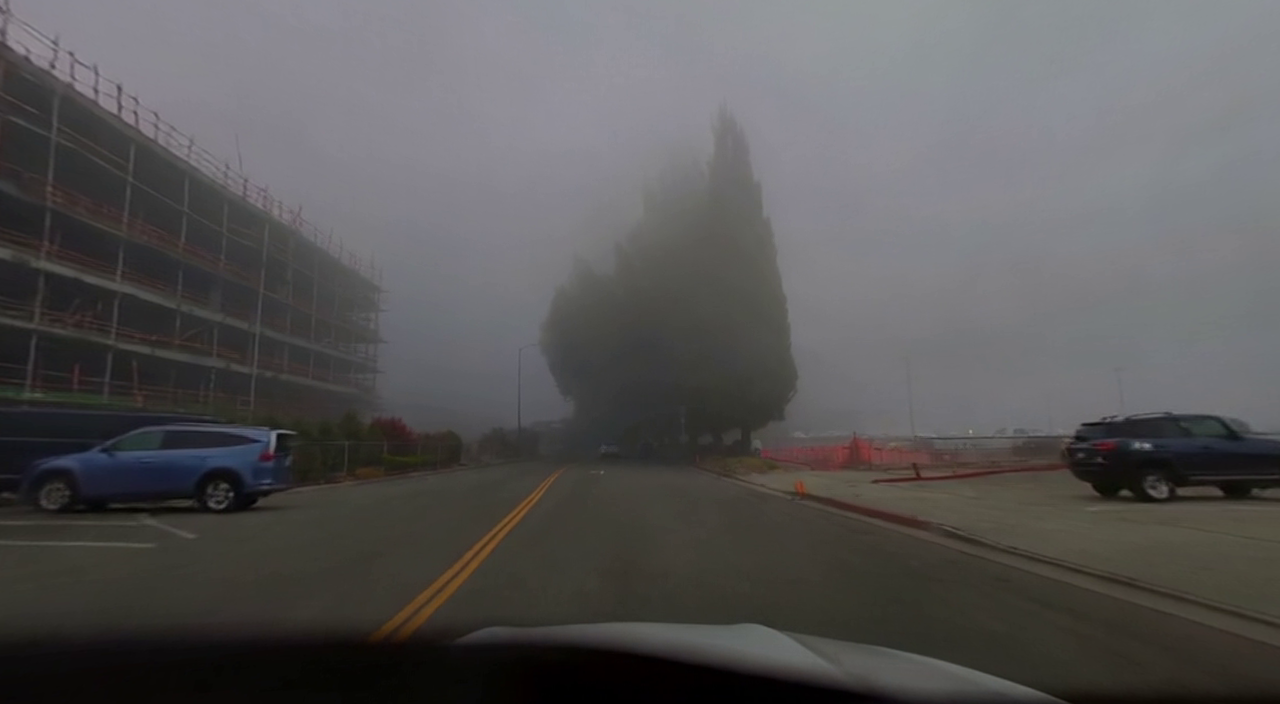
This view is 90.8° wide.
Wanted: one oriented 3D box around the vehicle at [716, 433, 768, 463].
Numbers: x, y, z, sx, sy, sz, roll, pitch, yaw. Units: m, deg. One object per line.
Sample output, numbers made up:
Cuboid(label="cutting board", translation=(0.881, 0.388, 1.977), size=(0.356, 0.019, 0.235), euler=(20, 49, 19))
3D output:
Cuboid(label="vehicle", translation=(6.857, 6.562, 43.236), size=(2.267, 1.911, 5.816), euler=(1, -8, -4))

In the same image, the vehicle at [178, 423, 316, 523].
Cuboid(label="vehicle", translation=(-9.013, 2.727, 14.748), size=(1.515, 2.074, 2.668), euler=(0, -7, -3))

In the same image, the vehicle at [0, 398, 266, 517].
Cuboid(label="vehicle", translation=(-14.467, 2.745, 16.724), size=(7.067, 2.785, 2.980), euler=(2, -8, -11))

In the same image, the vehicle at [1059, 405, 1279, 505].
Cuboid(label="vehicle", translation=(11.302, 1.991, 12.344), size=(4.709, 1.745, 2.141), euler=(1, -8, -4))
